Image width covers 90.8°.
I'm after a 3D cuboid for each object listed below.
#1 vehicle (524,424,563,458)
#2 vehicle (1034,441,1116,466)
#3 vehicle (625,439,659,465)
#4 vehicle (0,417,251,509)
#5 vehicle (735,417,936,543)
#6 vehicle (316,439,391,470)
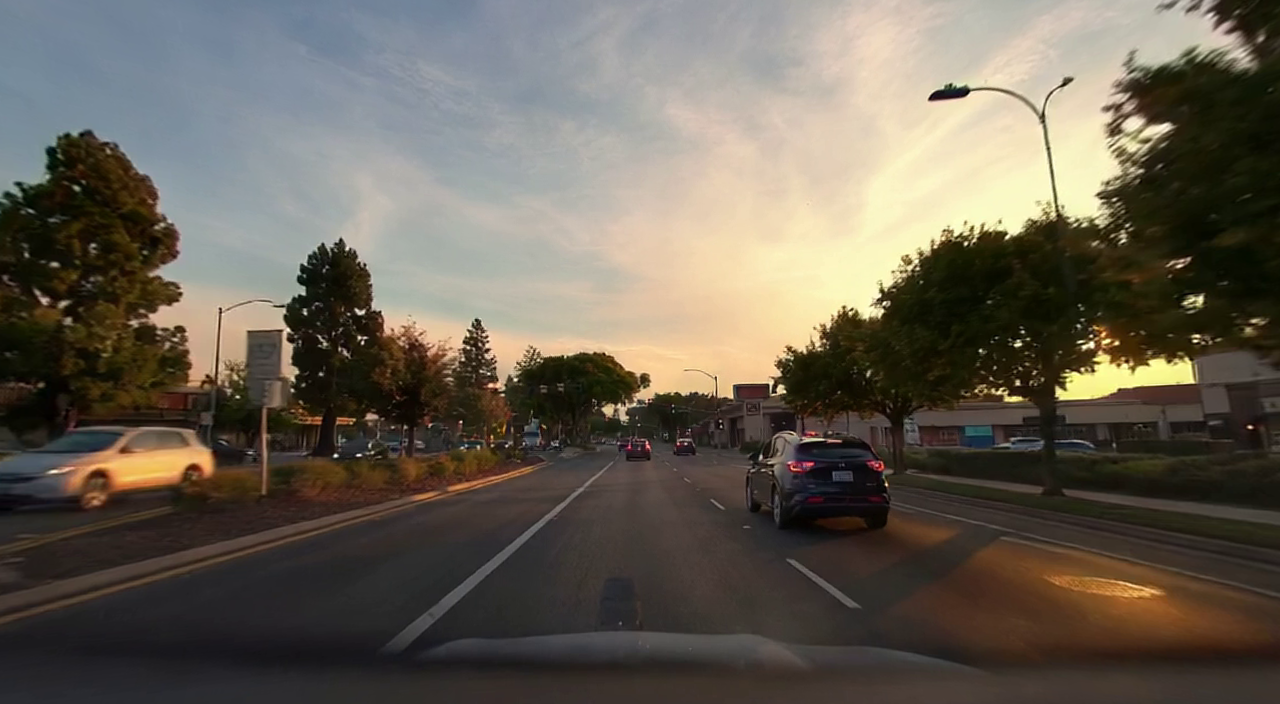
[{"bbox_3d":[-7.569,7.079,49.985,2.334,2.525,5.893,0,-8,-2],"label":"vehicle"},{"bbox_3d":[27.955,6.531,40.781,1.802,1.469,4.578,0,-9,-3],"label":"vehicle"},{"bbox_3d":[0.071,6.206,39.418,2.023,1.532,3.891,0,-8,-1],"label":"vehicle"},{"bbox_3d":[-11.638,2.498,14.637,2.142,1.738,4.893,0,-8,-1],"label":"vehicle"},{"bbox_3d":[2.986,2.063,10.821,1.969,1.682,4.387,0,-8,-1],"label":"vehicle"},{"bbox_3d":[-15.136,5.431,33.678,1.849,1.477,4.513,0,-9,0],"label":"vehicle"}]
